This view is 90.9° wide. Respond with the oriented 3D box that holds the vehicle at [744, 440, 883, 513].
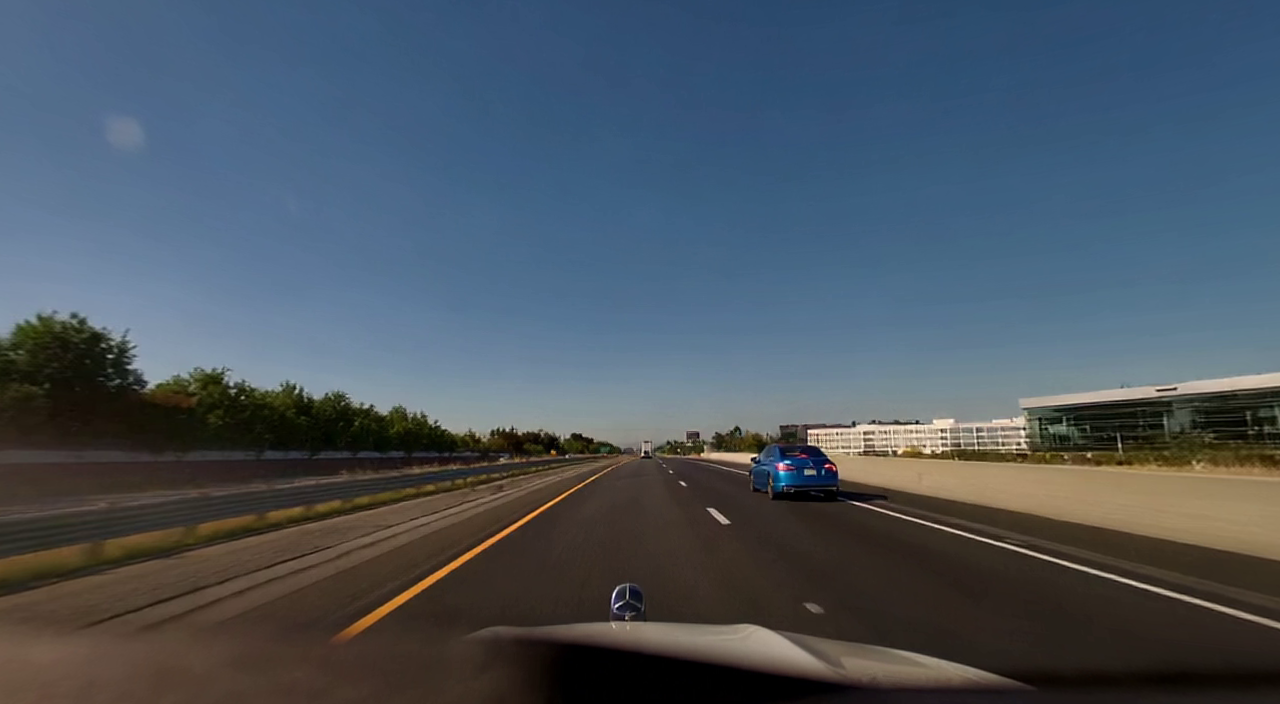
[{"bbox_3d":[4.048,2.978,15.719,2.053,1.490,4.799,0,-8,-1],"label":"vehicle"}]
